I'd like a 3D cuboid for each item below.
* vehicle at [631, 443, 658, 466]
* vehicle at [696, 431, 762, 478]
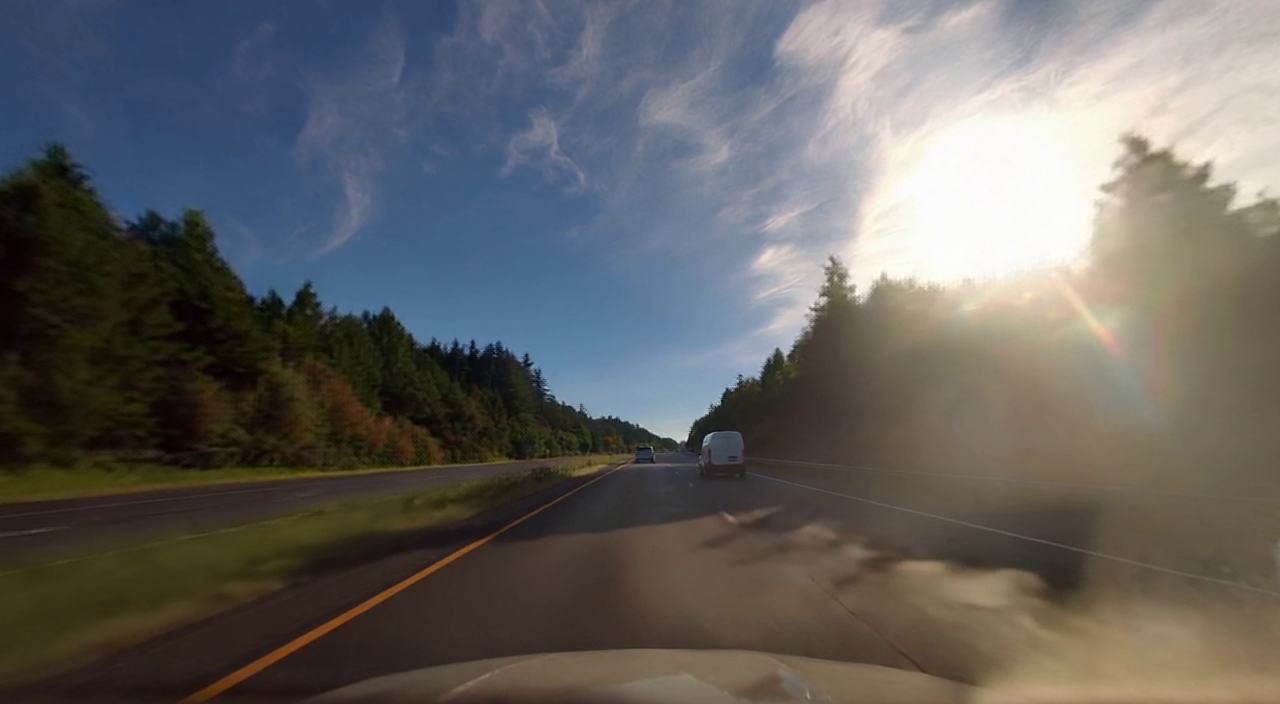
[{"bbox_3d":[0.372,8.096,49.965,2.087,1.707,4.316,0,-9,1],"label":"vehicle"},{"bbox_3d":[4.131,4.899,30.281,2.371,2.045,4.768,0,-9,-1],"label":"vehicle"}]
